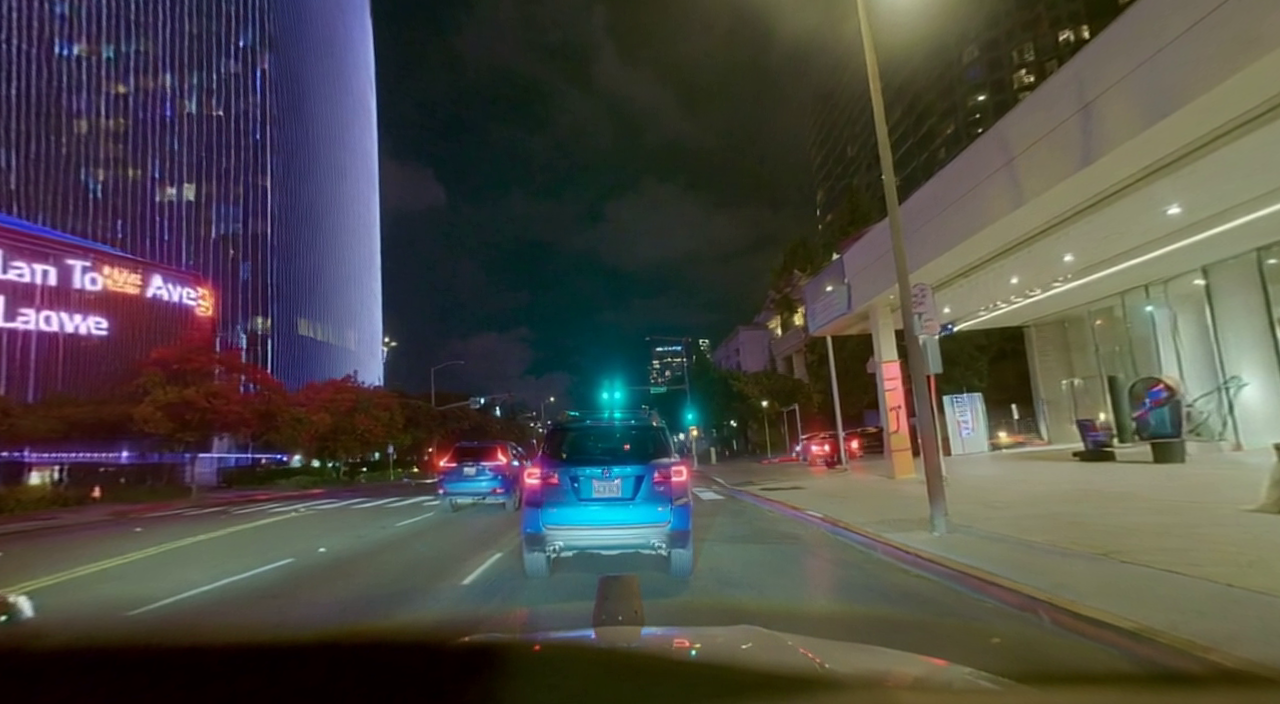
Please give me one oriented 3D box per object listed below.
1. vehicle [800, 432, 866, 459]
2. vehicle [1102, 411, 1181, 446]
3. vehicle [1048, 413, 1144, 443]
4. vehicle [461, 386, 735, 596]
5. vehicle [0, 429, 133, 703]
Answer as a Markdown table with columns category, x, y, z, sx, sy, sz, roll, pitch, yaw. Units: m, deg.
| category | x | y | z | sx | sy | sz | roll | pitch | yaw |
| --- | --- | --- | --- | --- | --- | --- | --- | --- | --- |
| vehicle | 10.827 | 5.232 | 35.323 | 1.877 | 1.416 | 3.965 | -9 | -12 | 43 |
| vehicle | 23.371 | 3.591 | 29.399 | 4.168 | 1.514 | 1.811 | 6 | -11 | -37 |
| vehicle | 24.511 | 4.103 | 34.014 | 3.826 | 1.544 | 1.754 | 0 | -9 | -5 |
| vehicle | -0.462 | 1.609 | 8.149 | 2.531 | 1.930 | 4.382 | 0 | -8 | -2 |
| vehicle | -4.090 | 0.915 | 1.727 | 1.878 | 1.461 | 4.432 | 0 | -9 | -3 |
